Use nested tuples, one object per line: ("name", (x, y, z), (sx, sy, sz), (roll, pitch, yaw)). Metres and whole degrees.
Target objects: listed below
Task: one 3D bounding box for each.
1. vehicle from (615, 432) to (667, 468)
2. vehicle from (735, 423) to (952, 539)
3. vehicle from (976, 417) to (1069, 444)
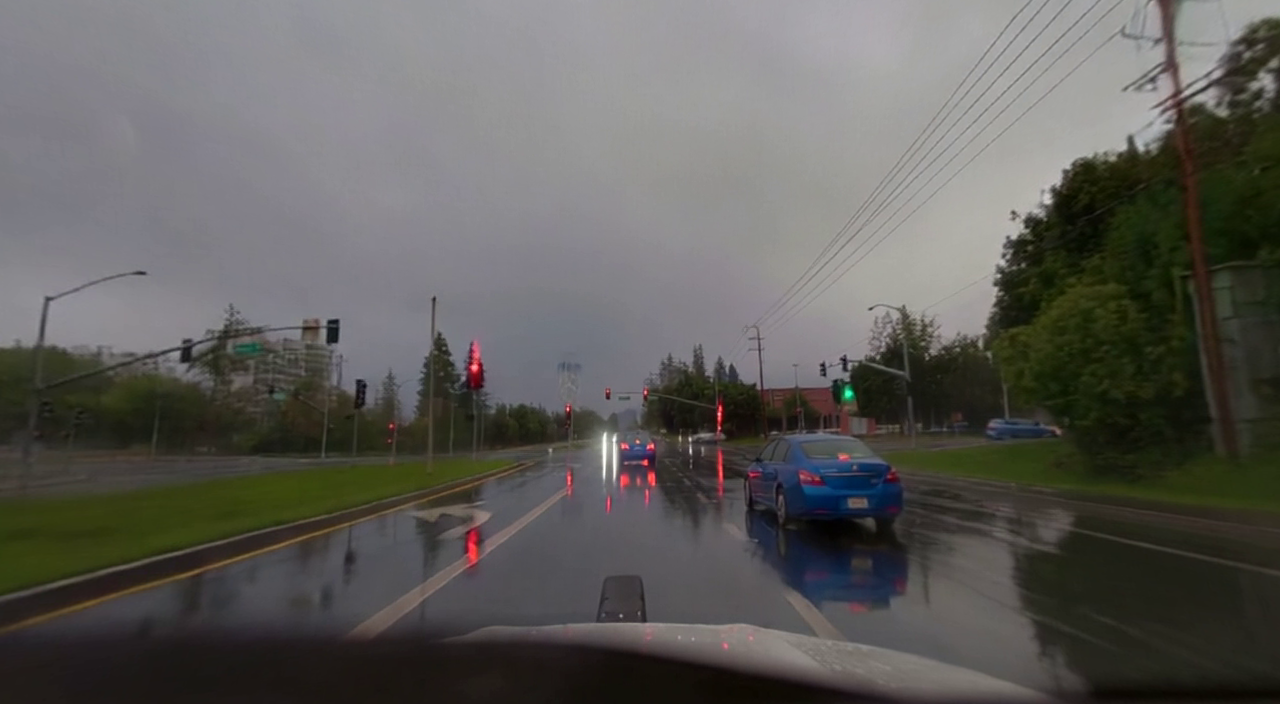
("vehicle", (0.048, 4.319, 27.830), (2.110, 1.466, 3.860), (0, -9, 0))
("vehicle", (2.907, 1.969, 10.193), (2.004, 1.448, 4.263), (0, -9, -1))
("vehicle", (28.803, 5.930, 47.668), (5.668, 1.925, 2.384), (1, -9, -8))
